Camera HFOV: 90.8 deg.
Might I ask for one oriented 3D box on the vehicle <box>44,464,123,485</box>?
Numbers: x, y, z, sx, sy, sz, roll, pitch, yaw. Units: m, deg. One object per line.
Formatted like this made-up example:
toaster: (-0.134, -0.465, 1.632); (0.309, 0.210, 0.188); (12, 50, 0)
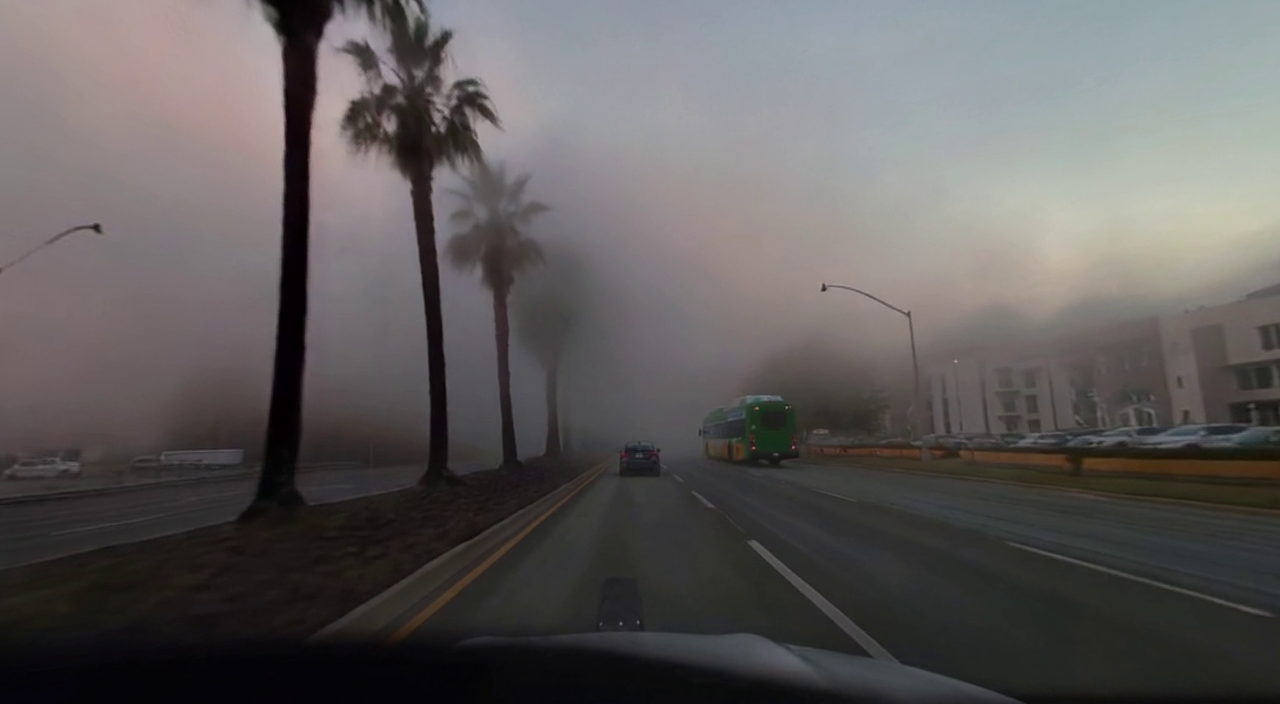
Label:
vehicle: (-43.779, 9.630, 49.777); (1.714, 1.415, 4.313); (-7, -11, 39)

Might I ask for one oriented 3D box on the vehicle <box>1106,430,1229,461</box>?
vehicle: (25.742, 4.566, 30.950); (4.319, 1.444, 1.888); (0, -9, -1)

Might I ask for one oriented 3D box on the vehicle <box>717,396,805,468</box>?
vehicle: (6.290, 4.467, 34.619); (2.795, 3.383, 9.287); (0, -9, -1)

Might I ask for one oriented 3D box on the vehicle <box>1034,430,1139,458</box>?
vehicle: (25.225, 5.231, 35.789); (4.492, 1.492, 1.855); (0, -9, 0)

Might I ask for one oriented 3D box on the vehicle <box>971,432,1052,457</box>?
vehicle: (25.242, 6.306, 43.007); (4.260, 1.455, 1.767); (-3, -8, 2)

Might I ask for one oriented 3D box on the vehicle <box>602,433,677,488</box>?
vehicle: (-0.039, 3.303, 19.544); (2.065, 1.477, 4.306); (0, -9, -1)
